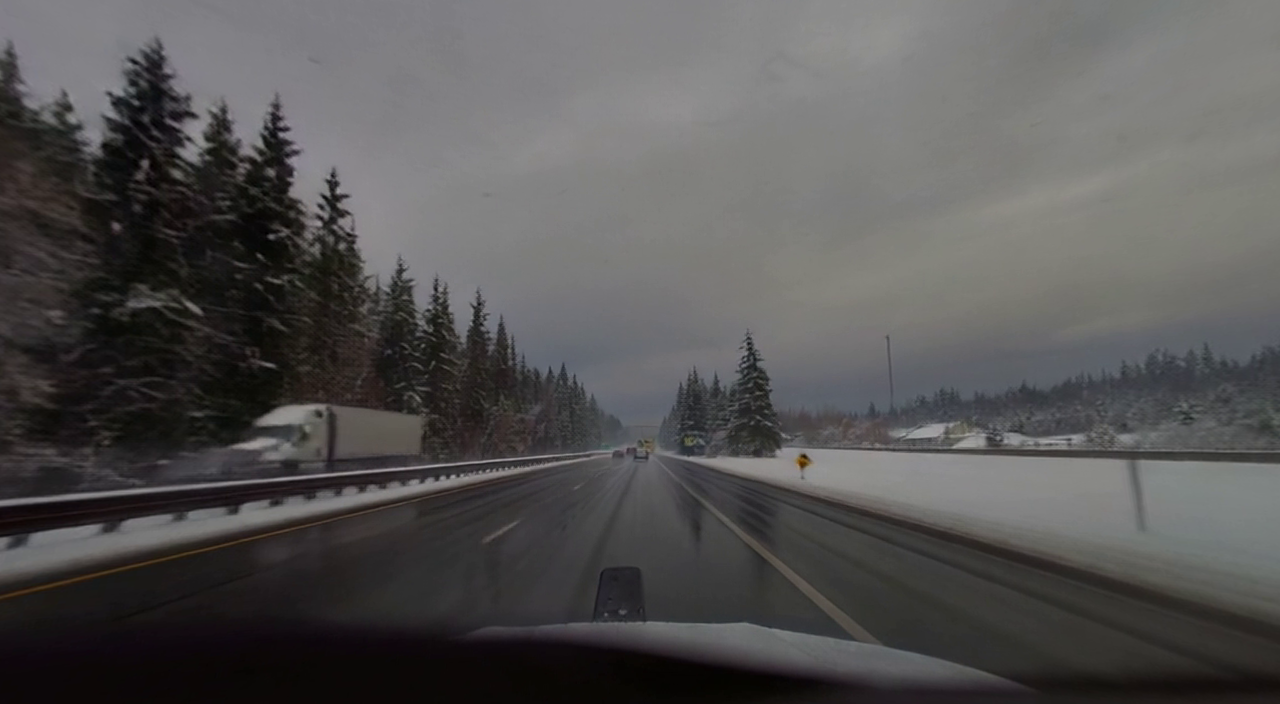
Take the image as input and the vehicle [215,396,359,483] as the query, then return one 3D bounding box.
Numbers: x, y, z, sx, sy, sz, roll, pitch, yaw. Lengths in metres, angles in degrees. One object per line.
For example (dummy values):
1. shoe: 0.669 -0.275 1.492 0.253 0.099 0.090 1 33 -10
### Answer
1. vehicle: -16.377 4.194 29.856 3.278 3.709 5.811 0 -9 0
